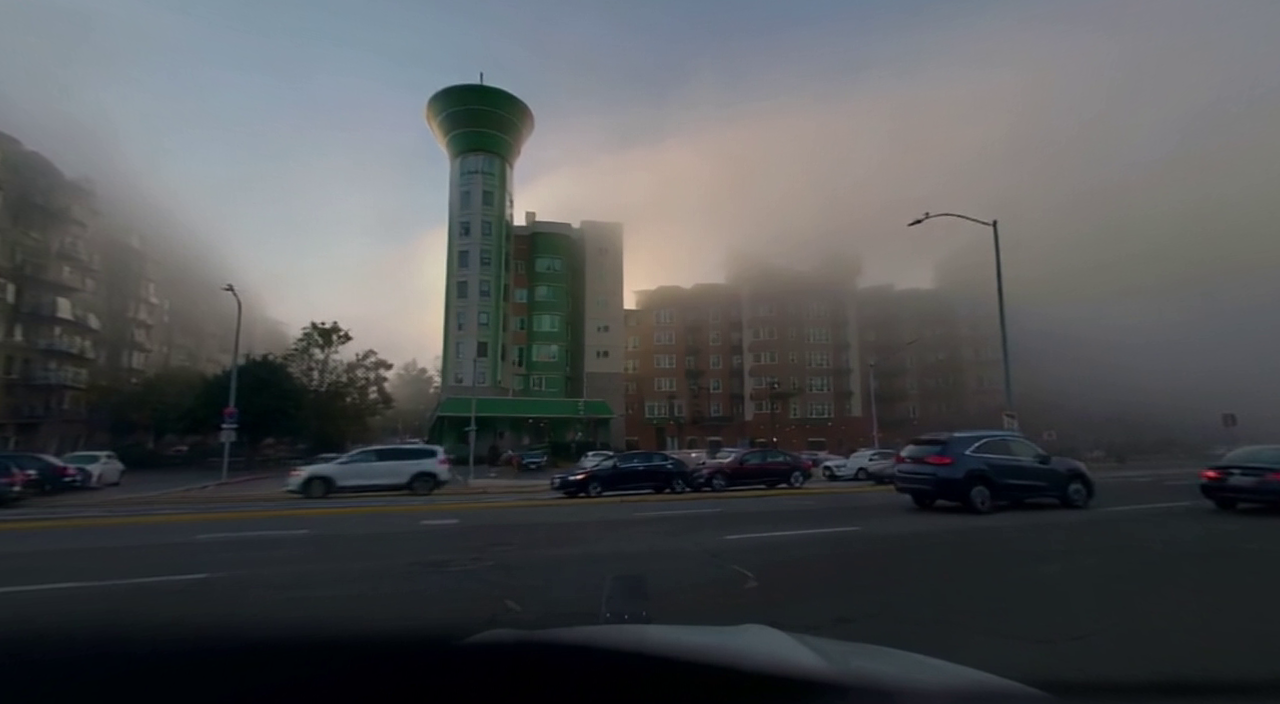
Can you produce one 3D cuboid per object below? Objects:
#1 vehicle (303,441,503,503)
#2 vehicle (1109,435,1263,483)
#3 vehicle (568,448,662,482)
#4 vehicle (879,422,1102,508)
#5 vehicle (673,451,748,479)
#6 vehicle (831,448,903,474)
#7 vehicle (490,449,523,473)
[{"bbox_3d":[-6.472,3.273,17.617,4.921,1.453,1.894,2,-9,-20],"label":"vehicle"},{"bbox_3d":[19.165,3.703,22.140,4.795,1.465,1.882,2,-9,-21],"label":"vehicle"},{"bbox_3d":[-1.469,6.537,36.788,5.127,1.803,2.011,2,-9,-21],"label":"vehicle"},{"bbox_3d":[7.964,2.497,14.408,4.284,1.692,2.031,2,-9,-20],"label":"vehicle"},{"bbox_3d":[4.404,6.990,39.291,4.215,1.575,1.884,3,-9,-23],"label":"vehicle"},{"bbox_3d":[15.967,7.617,44.248,4.604,1.600,1.875,3,-9,-23],"label":"vehicle"},{"bbox_3d":[-9.310,7.531,43.779,1.845,1.509,3.855,2,-9,-18],"label":"vehicle"}]
